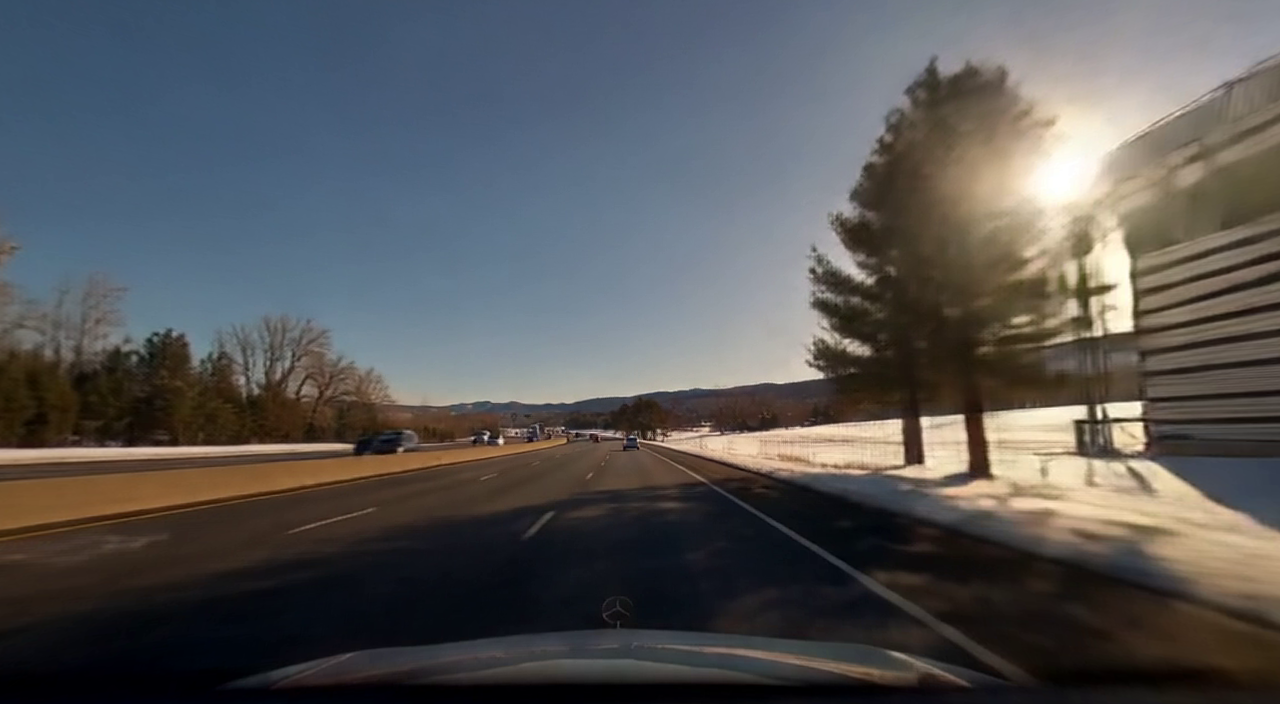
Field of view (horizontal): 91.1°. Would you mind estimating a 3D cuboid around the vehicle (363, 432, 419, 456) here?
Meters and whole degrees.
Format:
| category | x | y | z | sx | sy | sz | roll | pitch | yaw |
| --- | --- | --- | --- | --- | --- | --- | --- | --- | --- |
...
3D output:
| category | x | y | z | sx | sy | sz | roll | pitch | yaw |
| --- | --- | --- | --- | --- | --- | --- | --- | --- | --- |
| vehicle | -16.300 | 6.040 | 41.372 | 1.893 | 1.492 | 4.331 | 0 | -8 | 0 |
